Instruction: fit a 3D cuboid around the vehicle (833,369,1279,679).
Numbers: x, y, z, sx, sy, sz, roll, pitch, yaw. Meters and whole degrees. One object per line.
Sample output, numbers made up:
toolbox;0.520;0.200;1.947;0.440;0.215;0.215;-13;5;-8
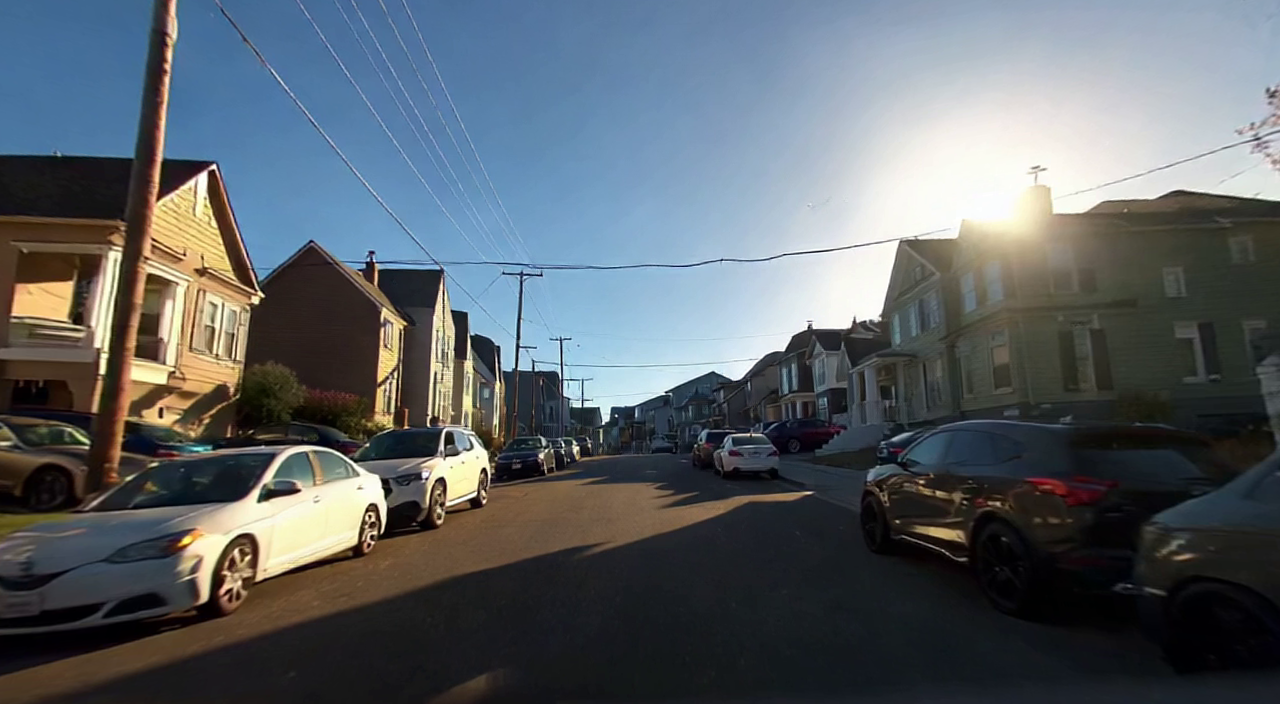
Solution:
vehicle;3.702;1.322;6.042;2.025;1.741;4.748;0;-8;-2

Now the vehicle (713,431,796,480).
vehicle;3.601;3.370;20.754;2.083;1.407;4.506;0;-8;3

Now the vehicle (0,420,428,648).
vehicle;-3.829;1.515;6.498;2.024;1.460;4.600;0;-8;-4

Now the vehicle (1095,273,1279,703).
vehicle;3.699;0.411;0.730;2.066;1.990;5.511;0;-8;-2

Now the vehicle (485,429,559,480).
vehicle;-4.382;3.970;24.219;2.031;1.708;4.746;-2;-10;-1
